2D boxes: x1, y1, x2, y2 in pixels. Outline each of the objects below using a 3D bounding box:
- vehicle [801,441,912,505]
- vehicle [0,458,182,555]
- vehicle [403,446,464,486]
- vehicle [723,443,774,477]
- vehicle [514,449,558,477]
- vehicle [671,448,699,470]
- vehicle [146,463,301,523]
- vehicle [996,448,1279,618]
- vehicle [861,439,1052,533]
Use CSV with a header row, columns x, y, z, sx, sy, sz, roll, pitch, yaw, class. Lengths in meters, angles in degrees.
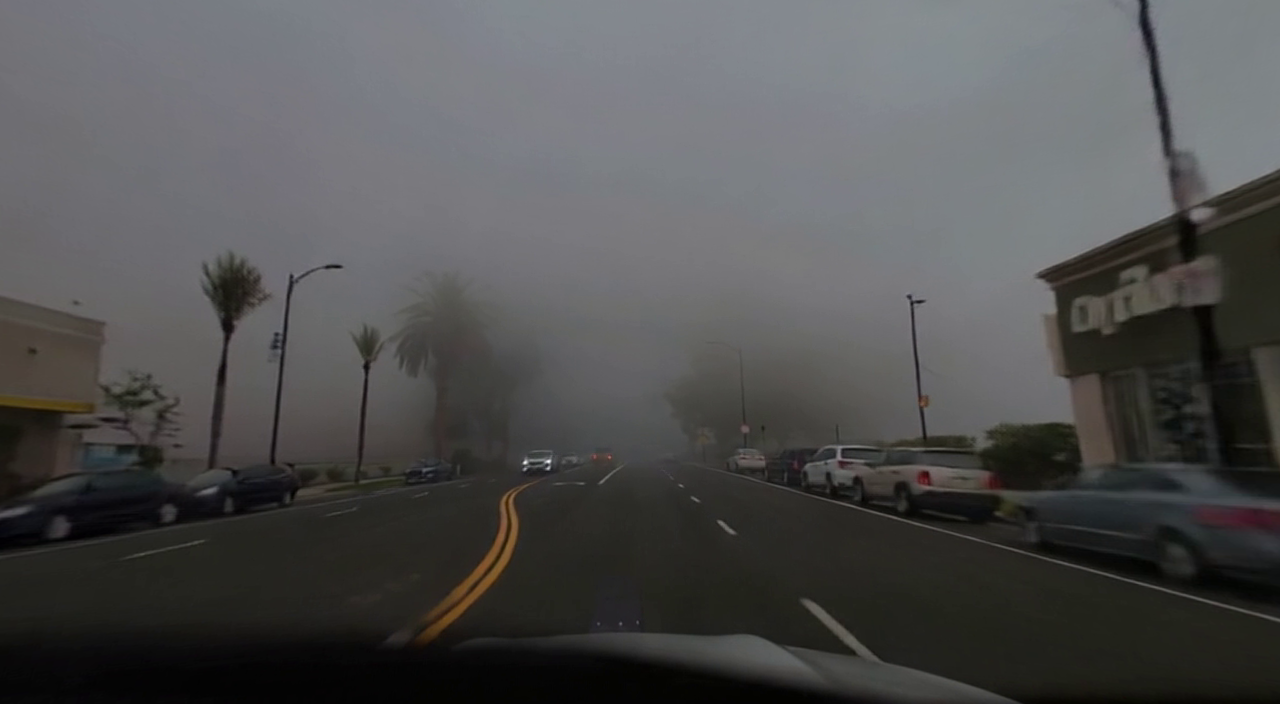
x,y,z,sx,sy,sz,roll,pitch,yaw,class
6.568,3.697,19.753,1.846,1.739,4.525,0,-9,0,vehicle
-12.655,3.296,13.500,1.975,1.570,5.265,-8,-7,-3,vehicle
-12.510,7.052,38.606,2.217,1.976,4.738,-1,-15,-2,vehicle
6.560,6.591,38.841,2.128,1.887,5.602,0,-9,0,vehicle
-6.201,6.654,38.149,2.010,1.538,3.871,0,-9,0,vehicle
3.239,7.798,46.107,1.896,1.501,3.625,0,-9,1,vehicle
-12.649,4.275,19.629,1.838,1.515,4.432,0,-9,-1,vehicle
6.650,1.947,7.728,1.831,1.504,4.498,0,-9,-2,vehicle
6.577,2.788,13.809,1.861,1.695,4.283,0,-9,-1,vehicle
